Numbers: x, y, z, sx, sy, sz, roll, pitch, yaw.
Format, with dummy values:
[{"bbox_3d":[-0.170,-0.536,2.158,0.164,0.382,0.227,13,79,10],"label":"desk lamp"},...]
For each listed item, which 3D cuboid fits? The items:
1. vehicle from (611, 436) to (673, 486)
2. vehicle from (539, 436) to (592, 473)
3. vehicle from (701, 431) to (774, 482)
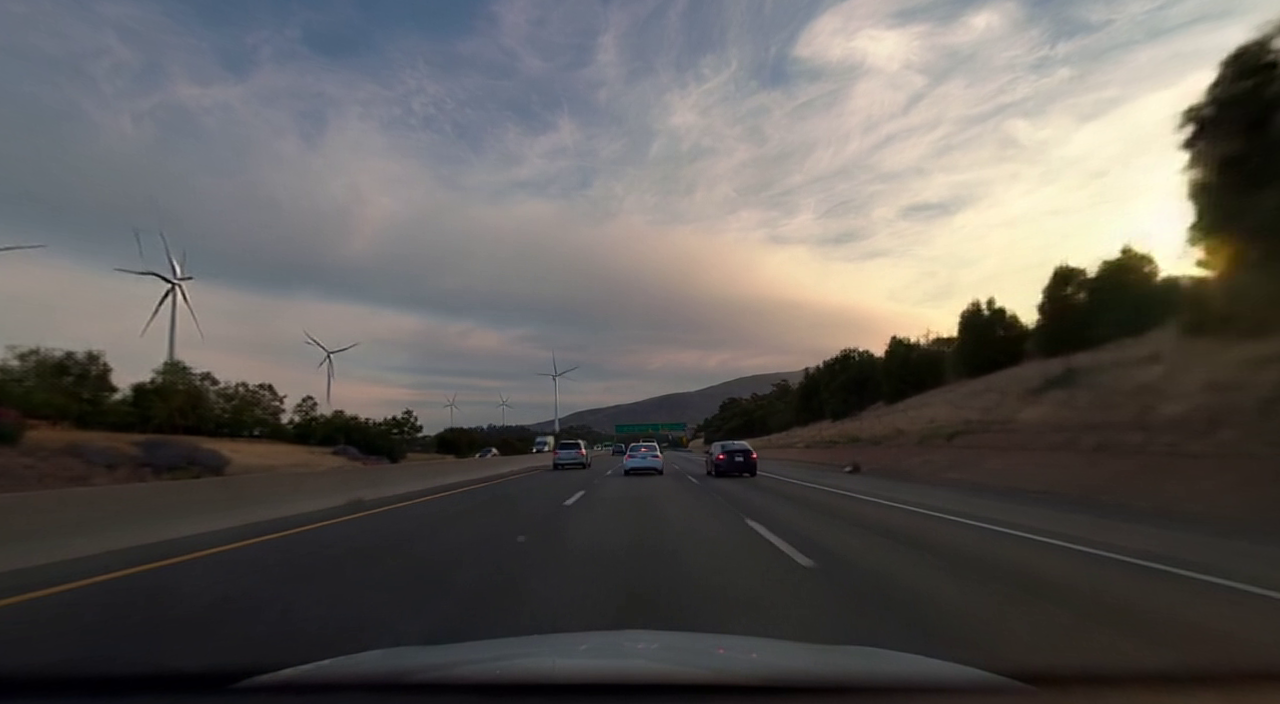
[{"bbox_3d":[0.051,3.975,23.211,2.083,1.653,3.787,0,-9,0],"label":"vehicle"},{"bbox_3d":[-3.816,5.397,33.212,2.131,1.784,4.635,0,-9,1],"label":"vehicle"},{"bbox_3d":[3.802,4.195,25.513,2.104,1.861,4.956,0,-9,-1],"label":"vehicle"}]
